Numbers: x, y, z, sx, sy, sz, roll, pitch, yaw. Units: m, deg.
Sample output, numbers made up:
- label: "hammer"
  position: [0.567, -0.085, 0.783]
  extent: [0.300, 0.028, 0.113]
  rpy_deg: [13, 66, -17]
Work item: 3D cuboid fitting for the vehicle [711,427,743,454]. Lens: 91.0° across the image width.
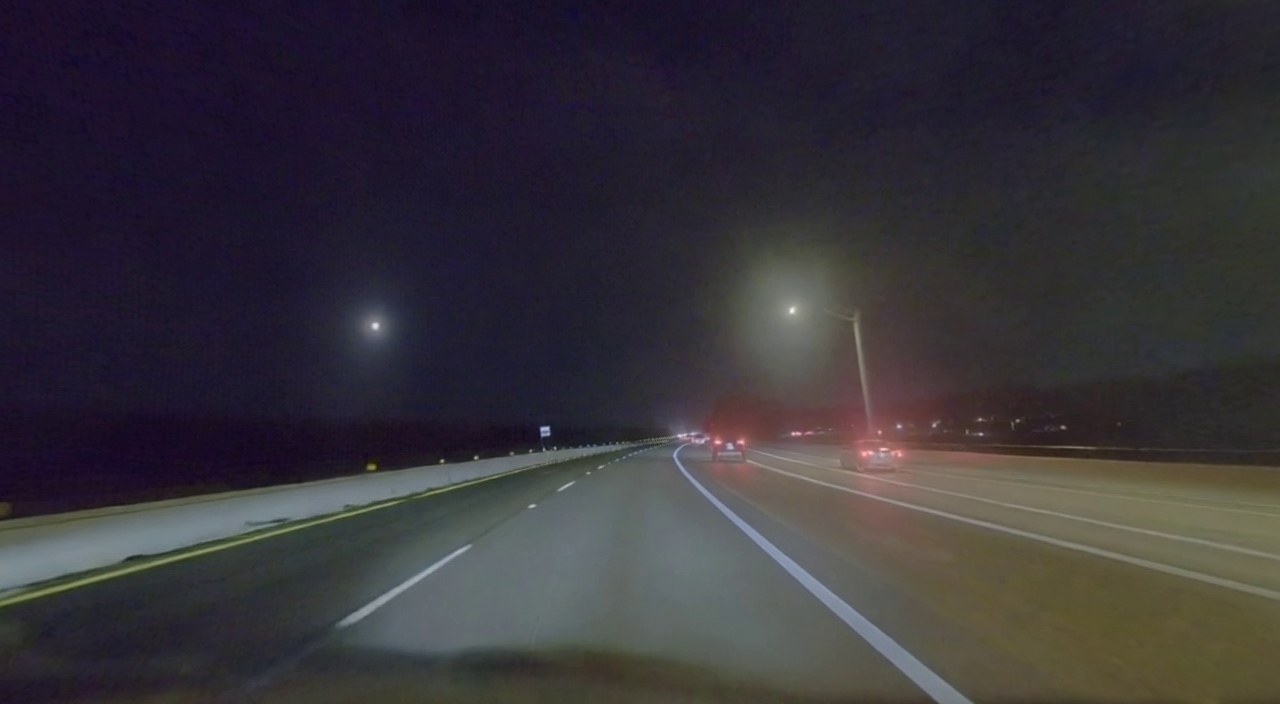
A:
- label: "vehicle"
  position: [6.823, 6.996, 49.816]
  extent: [1.914, 2.013, 4.041]
  rpy_deg: [0, -8, -1]
